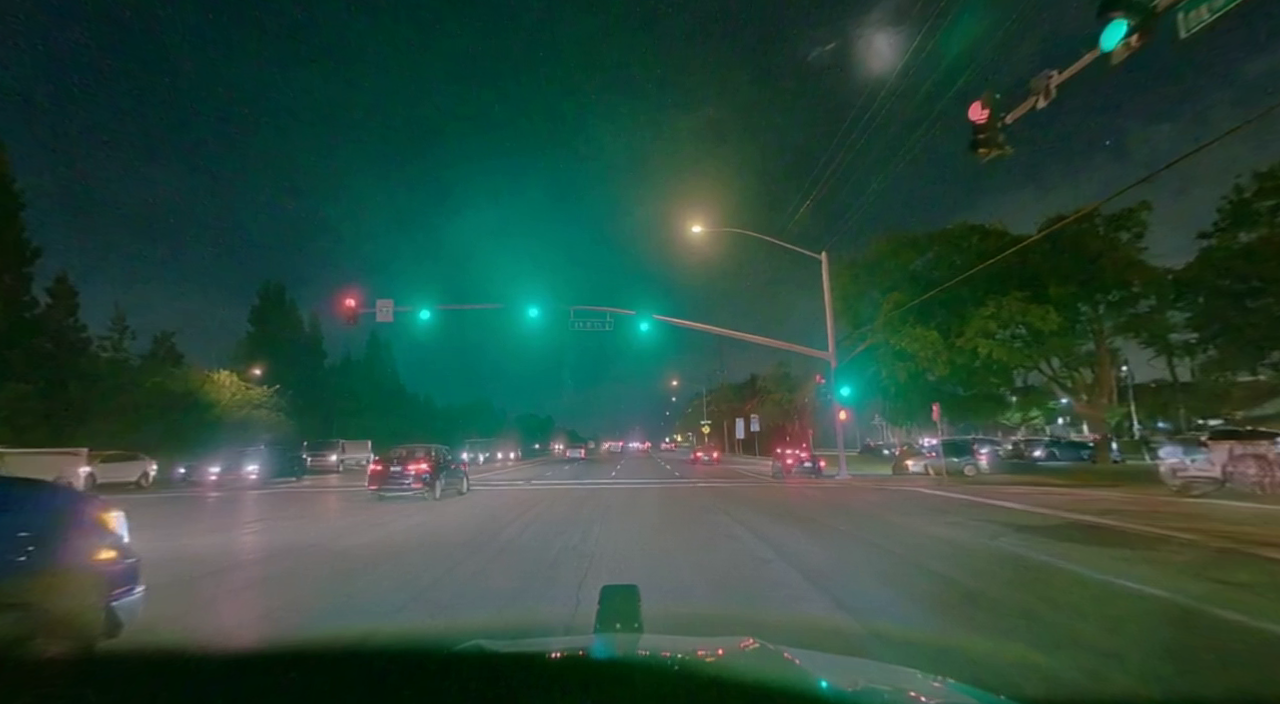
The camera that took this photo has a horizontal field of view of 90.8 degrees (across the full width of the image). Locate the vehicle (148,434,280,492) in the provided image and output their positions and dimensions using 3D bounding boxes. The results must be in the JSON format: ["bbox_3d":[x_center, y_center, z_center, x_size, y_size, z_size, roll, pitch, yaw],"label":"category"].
[{"bbox_3d":[-17.596,4.640,26.504,2.065,2.057,4.987,-4,-10,0],"label":"vehicle"}]

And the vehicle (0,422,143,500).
[{"bbox_3d":[-24.456,4.186,24.483,3.073,2.788,9.004,0,-9,0],"label":"vehicle"}]

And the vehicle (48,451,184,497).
[{"bbox_3d":[-20.916,4.849,25.501,1.860,1.584,4.283,-3,-9,0],"label":"vehicle"}]

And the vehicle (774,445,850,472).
[{"bbox_3d":[10.163,6.307,37.669,1.840,1.428,4.602,3,-9,-24],"label":"vehicle"}]

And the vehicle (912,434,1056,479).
[{"bbox_3d":[14.616,4.431,26.937,5.106,1.735,2.150,-6,-10,33],"label":"vehicle"}]

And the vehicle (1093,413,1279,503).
[{"bbox_3d":[14.042,2.511,15.304,4.587,1.806,2.188,-2,-10,-11],"label":"vehicle"}]

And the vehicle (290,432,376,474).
[{"bbox_3d":[-21.181,6.996,44.054,2.326,2.692,7.259,0,-8,0],"label":"vehicle"}]

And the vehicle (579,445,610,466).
[{"bbox_3d":[-3.337,7.657,47.036,2.002,1.494,4.322,0,-8,-1],"label":"vehicle"}]

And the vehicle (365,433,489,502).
[{"bbox_3d":[-6.420,3.520,19.759,2.169,1.865,4.739,0,-8,1],"label":"vehicle"}]
